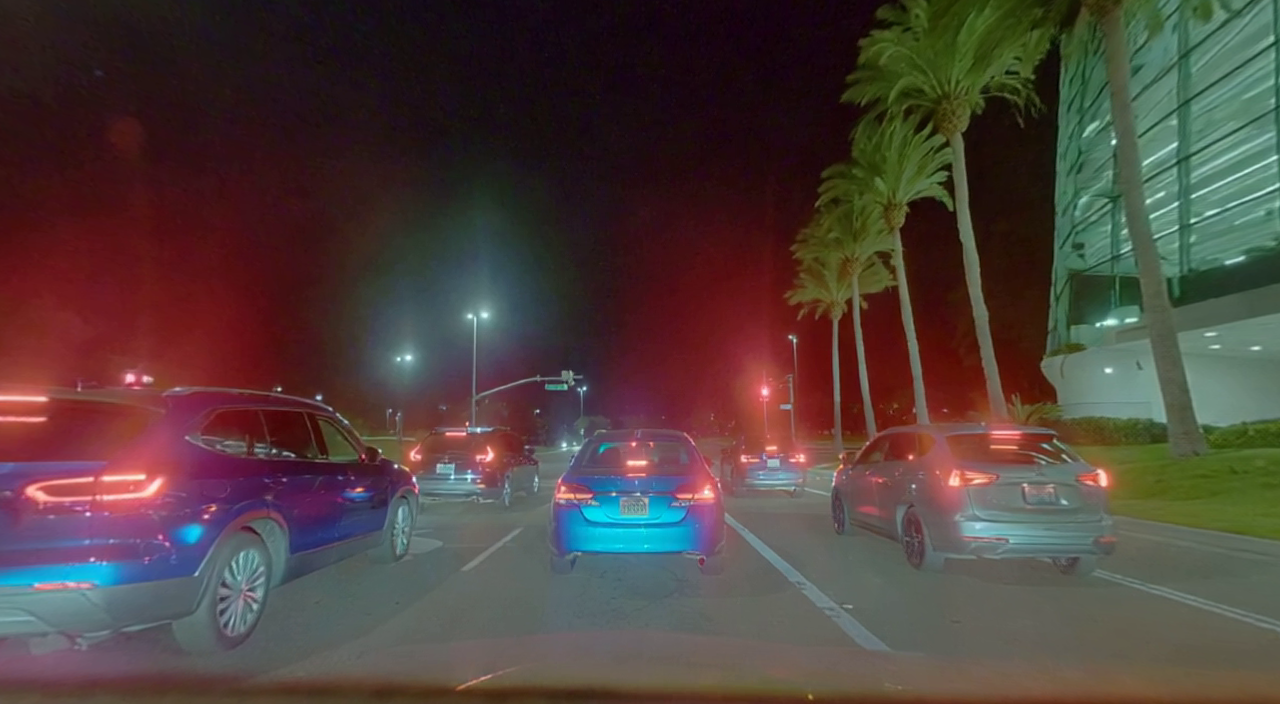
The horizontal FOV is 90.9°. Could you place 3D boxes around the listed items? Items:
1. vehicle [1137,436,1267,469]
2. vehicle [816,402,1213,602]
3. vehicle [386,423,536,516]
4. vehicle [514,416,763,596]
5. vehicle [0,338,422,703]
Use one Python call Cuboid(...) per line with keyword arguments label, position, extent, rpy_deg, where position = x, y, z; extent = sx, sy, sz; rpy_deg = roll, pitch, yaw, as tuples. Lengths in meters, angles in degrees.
Cuboid(label="vehicle", position=(25.445, 4.556, 28.657), extent=(4.014, 1.417, 1.777), rpy_deg=(-1, -8, 5))
Cuboid(label="vehicle", position=(3.838, 1.615, 7.679), extent=(2.064, 1.696, 4.431), rpy_deg=(0, -8, 0))
Cuboid(label="vehicle", position=(-3.479, 2.356, 13.076), extent=(1.917, 1.631, 3.768), rpy_deg=(0, -8, 1))
Cuboid(label="vehicle", position=(-0.060, 1.694, 7.855), extent=(2.219, 1.586, 4.321), rpy_deg=(0, -8, -1))
Cuboid(label="vehicle", position=(-3.540, 1.135, 5.077), extent=(2.014, 1.775, 4.404), rpy_deg=(0, -8, -1))
